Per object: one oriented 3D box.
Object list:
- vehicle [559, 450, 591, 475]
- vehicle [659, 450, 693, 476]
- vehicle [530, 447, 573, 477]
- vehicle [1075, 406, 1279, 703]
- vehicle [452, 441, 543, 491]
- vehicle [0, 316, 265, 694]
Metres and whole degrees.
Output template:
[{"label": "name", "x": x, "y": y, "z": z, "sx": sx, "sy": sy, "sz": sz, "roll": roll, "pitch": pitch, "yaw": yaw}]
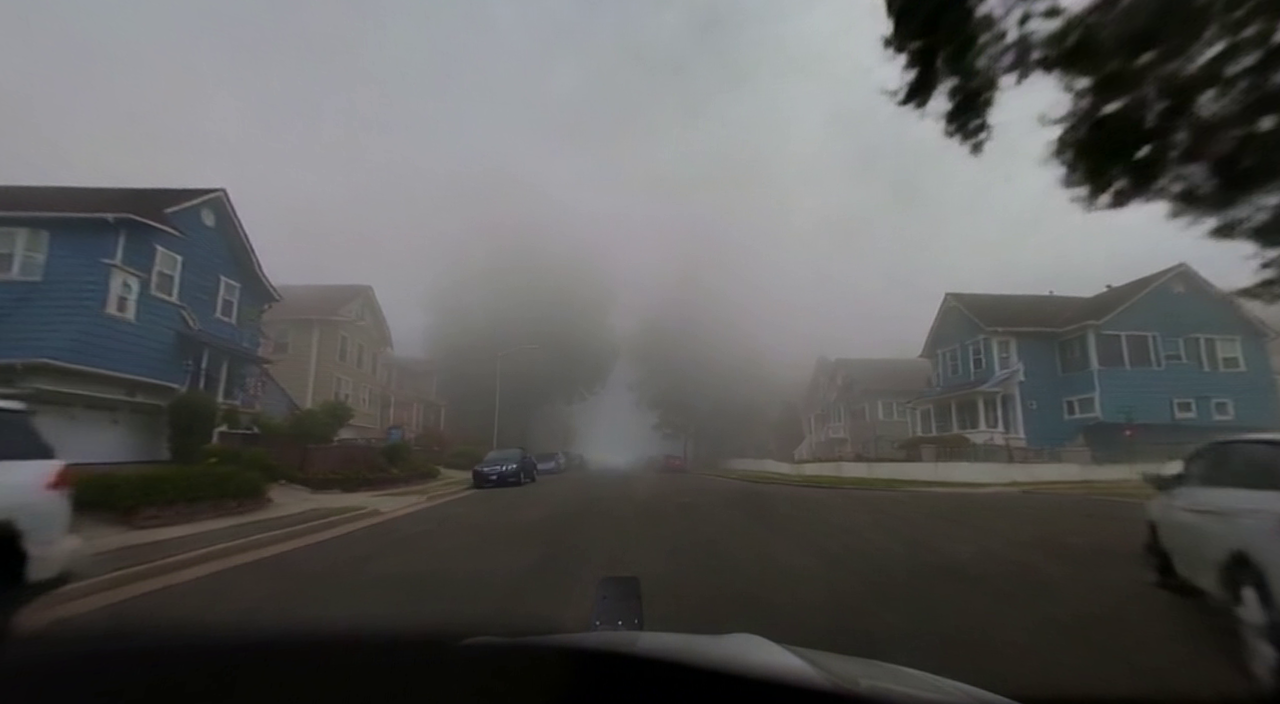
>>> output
[{"label": "vehicle", "x": -4.923, "y": 8.402, "z": 48.147, "sx": 2.089, "sy": 1.508, "sz": 4.537, "roll": 2, "pitch": -6, "yaw": -3}, {"label": "vehicle", "x": 2.390, "y": 7.548, "z": 43.026, "sx": 1.888, "sy": 1.484, "sz": 4.476, "roll": 1, "pitch": -7, "yaw": -2}, {"label": "vehicle", "x": -5.033, "y": 6.292, "z": 36.411, "sx": 2.020, "sy": 1.470, "sz": 5.300, "roll": 0, "pitch": -7, "yaw": -3}, {"label": "vehicle", "x": 4.519, "y": 1.190, "z": 4.019, "sx": 2.139, "sy": 1.533, "sz": 4.676, "roll": -4, "pitch": -8, "yaw": 26}, {"label": "vehicle", "x": -4.735, "y": 3.842, "z": 21.676, "sx": 2.080, "sy": 1.471, "sz": 4.638, "roll": 1, "pitch": -9, "yaw": 0}, {"label": "vehicle", "x": -4.203, "y": 0.696, "z": 2.326, "sx": 2.131, "sy": 1.851, "sz": 5.650, "roll": 1, "pitch": -3, "yaw": 1}]
